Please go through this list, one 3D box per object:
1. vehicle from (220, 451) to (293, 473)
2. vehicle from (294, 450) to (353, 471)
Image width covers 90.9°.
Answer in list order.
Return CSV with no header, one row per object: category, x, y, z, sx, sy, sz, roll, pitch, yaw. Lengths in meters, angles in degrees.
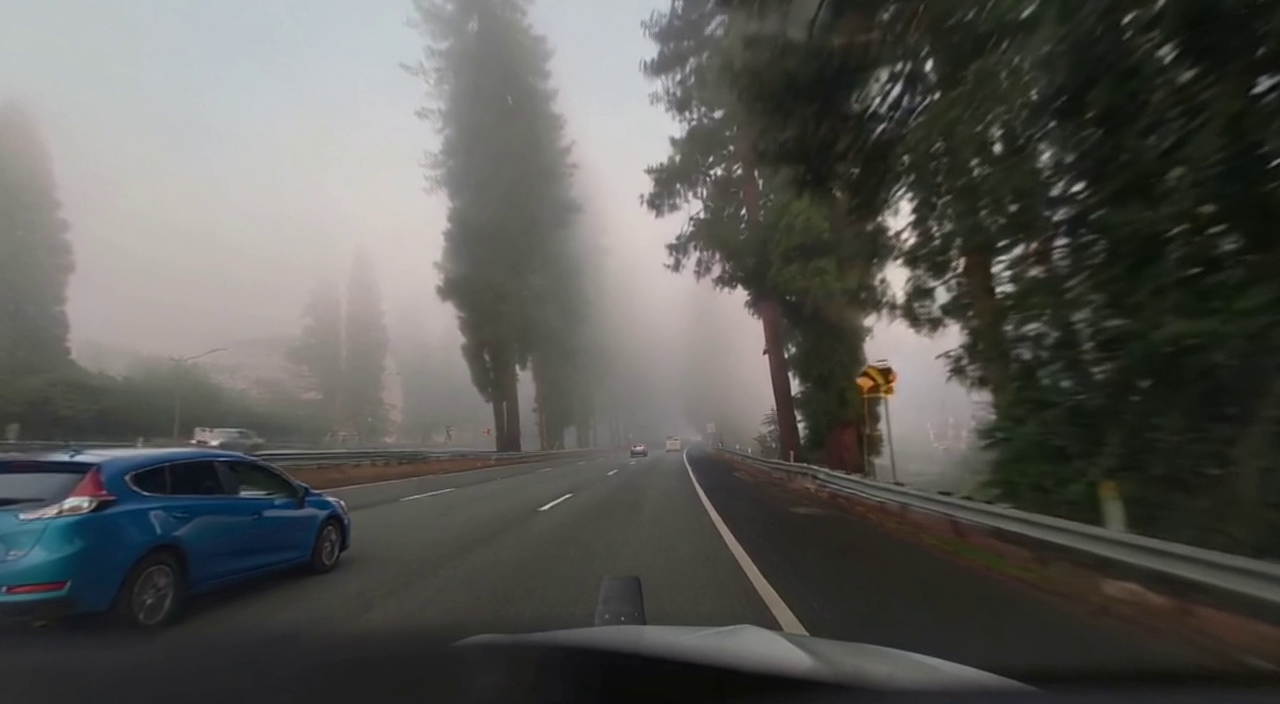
vehicle,-27.752,7.940,45.845,1.964,1.444,4.565,-1,-8,10
vehicle,-23.953,8.221,47.875,1.883,1.426,3.958,-1,-8,10
